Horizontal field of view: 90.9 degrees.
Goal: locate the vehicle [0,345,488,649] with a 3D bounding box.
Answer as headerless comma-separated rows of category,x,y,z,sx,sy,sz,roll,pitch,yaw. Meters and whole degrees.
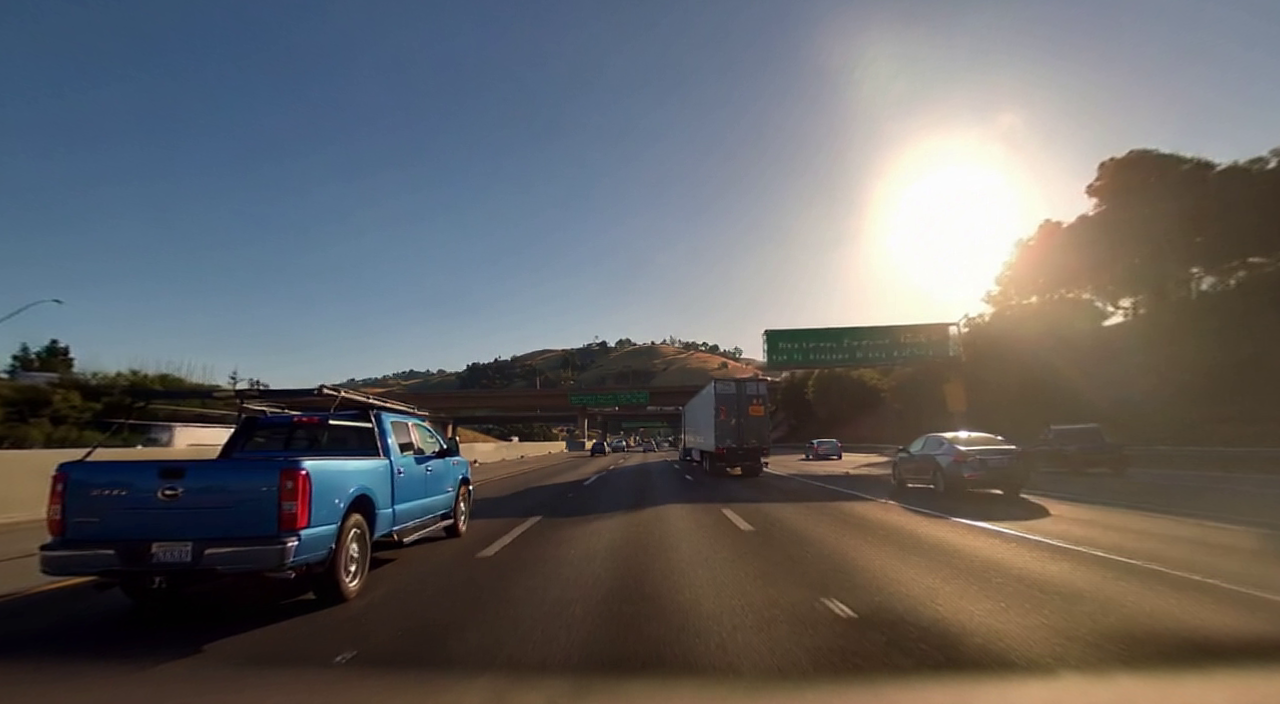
vehicle,-3.920,1.439,7.496,2.599,2.054,6.288,0,-8,1

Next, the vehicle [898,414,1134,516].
vehicle,7.342,2.266,13.059,1.999,1.700,4.640,0,-8,0

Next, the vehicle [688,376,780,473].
vehicle,4.422,3.949,32.907,2.885,4.036,12.891,0,-8,1
